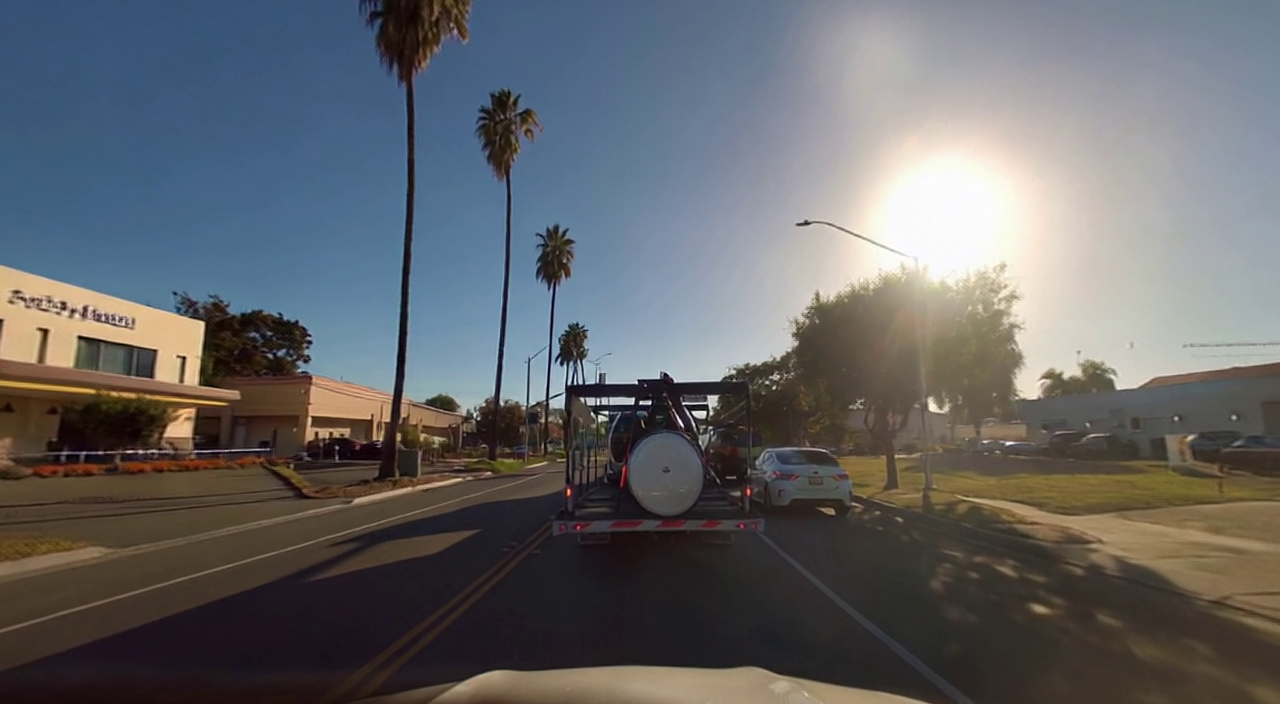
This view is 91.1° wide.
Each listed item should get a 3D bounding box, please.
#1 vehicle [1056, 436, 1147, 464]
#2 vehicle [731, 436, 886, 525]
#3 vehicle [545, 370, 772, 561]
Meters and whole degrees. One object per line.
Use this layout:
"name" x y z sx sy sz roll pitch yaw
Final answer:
"vehicle" 28.528 6.071 38.971 4.193 1.633 1.928 -4 -9 26
"vehicle" 3.206 2.516 12.903 2.010 1.499 4.107 0 -8 0
"vehicle" 0.200 1.834 10.898 2.728 2.305 6.506 0 -8 0
